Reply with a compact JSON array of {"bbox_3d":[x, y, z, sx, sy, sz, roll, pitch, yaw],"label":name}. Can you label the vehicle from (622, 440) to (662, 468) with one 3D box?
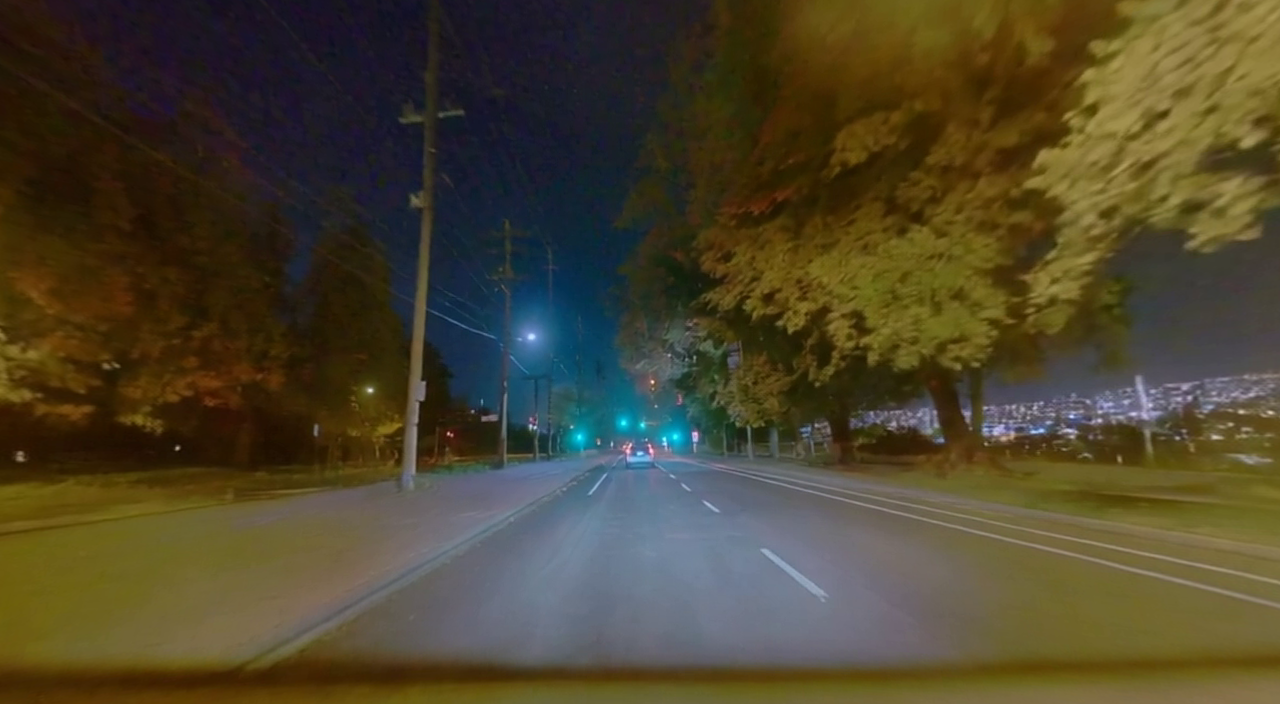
[{"bbox_3d":[0.088,5.723,35.636,2.109,1.501,4.042,0,-8,0],"label":"vehicle"}]
